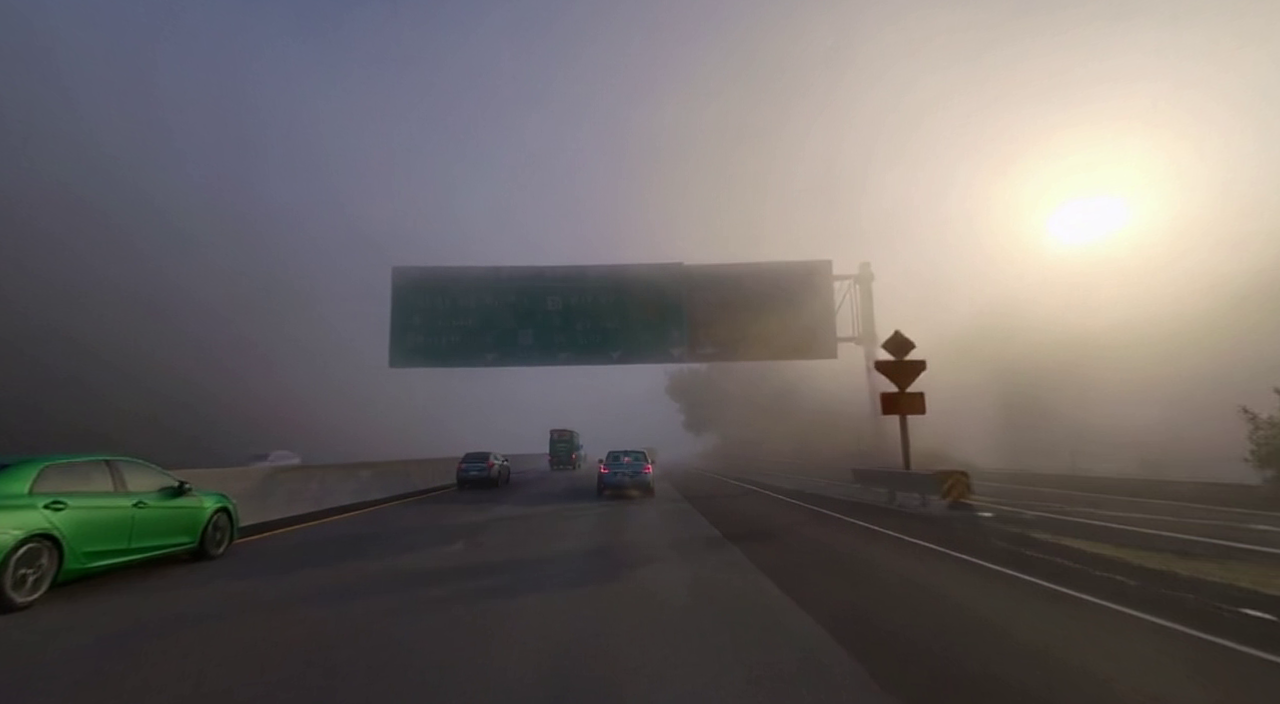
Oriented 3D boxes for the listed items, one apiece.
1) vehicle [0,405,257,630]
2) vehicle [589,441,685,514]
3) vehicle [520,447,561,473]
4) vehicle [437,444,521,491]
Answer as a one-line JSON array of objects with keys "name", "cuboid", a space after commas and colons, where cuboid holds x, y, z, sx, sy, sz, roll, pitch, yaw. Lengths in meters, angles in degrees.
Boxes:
[{"name": "vehicle", "cuboid": [-5.732, 1.374, 5.622, 2.058, 1.626, 4.118, 0, -9, -1]}, {"name": "vehicle", "cuboid": [-0.094, 2.806, 14.512, 1.940, 1.451, 3.512, 0, -9, -1]}, {"name": "vehicle", "cuboid": [-5.818, 6.335, 37.132, 1.814, 1.417, 3.860, 0, -9, 0]}, {"name": "vehicle", "cuboid": [-5.566, 4.037, 22.334, 1.892, 1.481, 4.180, 0, -9, 0]}]
